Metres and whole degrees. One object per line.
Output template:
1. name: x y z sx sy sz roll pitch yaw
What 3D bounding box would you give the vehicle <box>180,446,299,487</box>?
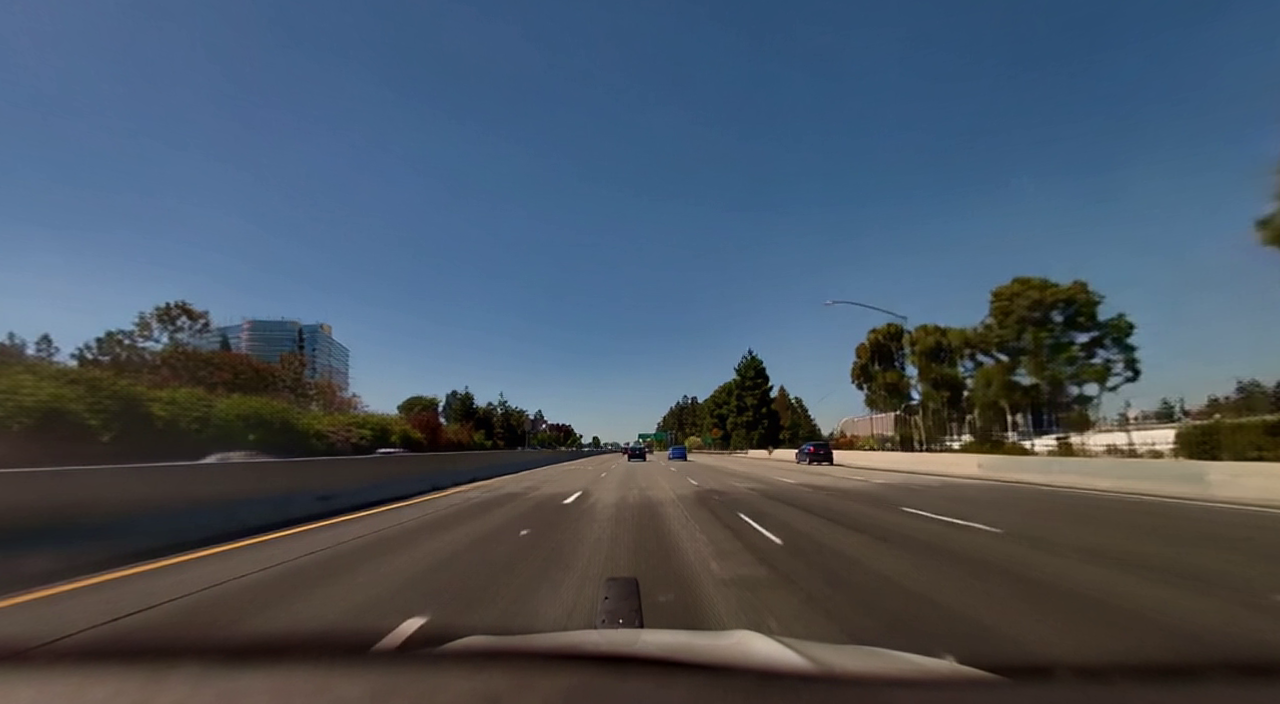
1. vehicle: -14.091 4.021 22.547 1.627 1.232 4.064 0 -8 -1
